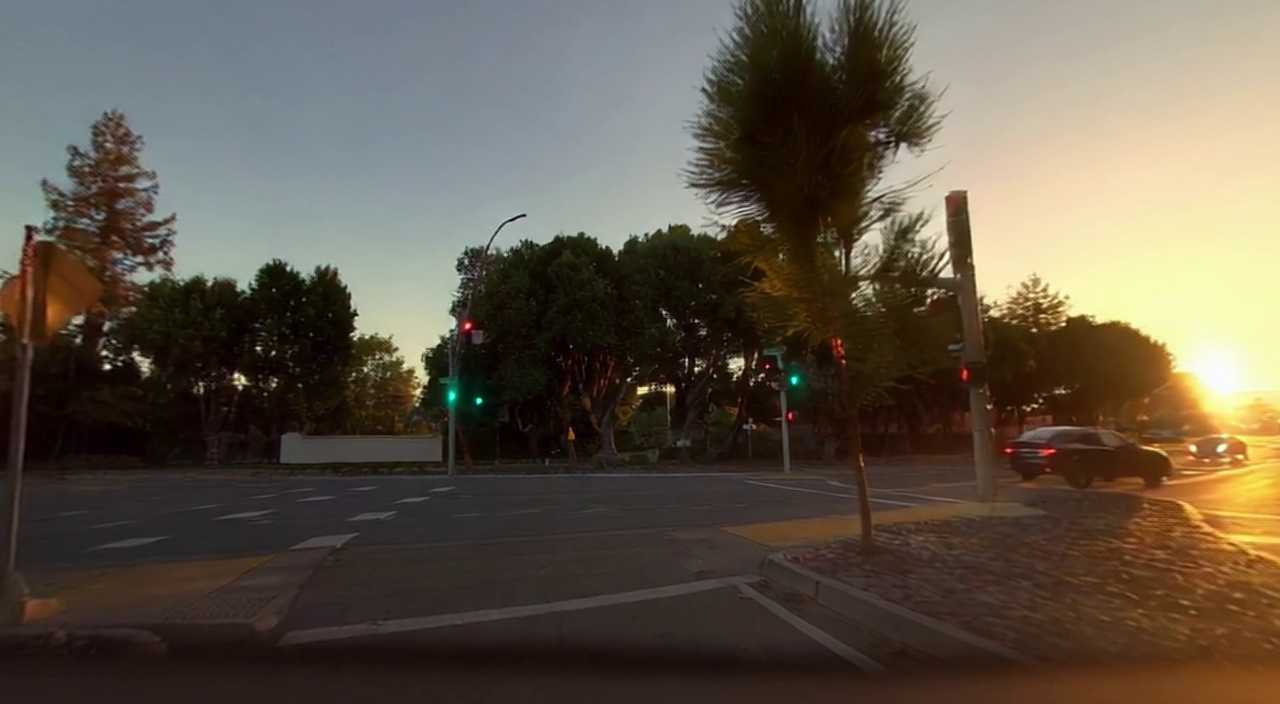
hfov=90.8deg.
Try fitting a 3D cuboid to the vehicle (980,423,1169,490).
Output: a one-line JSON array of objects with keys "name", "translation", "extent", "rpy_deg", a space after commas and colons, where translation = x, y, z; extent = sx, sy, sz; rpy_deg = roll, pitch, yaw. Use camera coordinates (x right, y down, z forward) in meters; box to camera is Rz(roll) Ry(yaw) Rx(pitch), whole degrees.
[{"name": "vehicle", "translation": [11.755, 2.777, 17.106], "extent": [4.545, 1.602, 2.014], "rpy_deg": [4, -9, -24]}]

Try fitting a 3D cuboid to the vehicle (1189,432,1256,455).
[{"name": "vehicle", "translation": [42.777, 6.687, 46.371], "extent": [4.483, 1.605, 2.025], "rpy_deg": [4, -9, -27]}]
